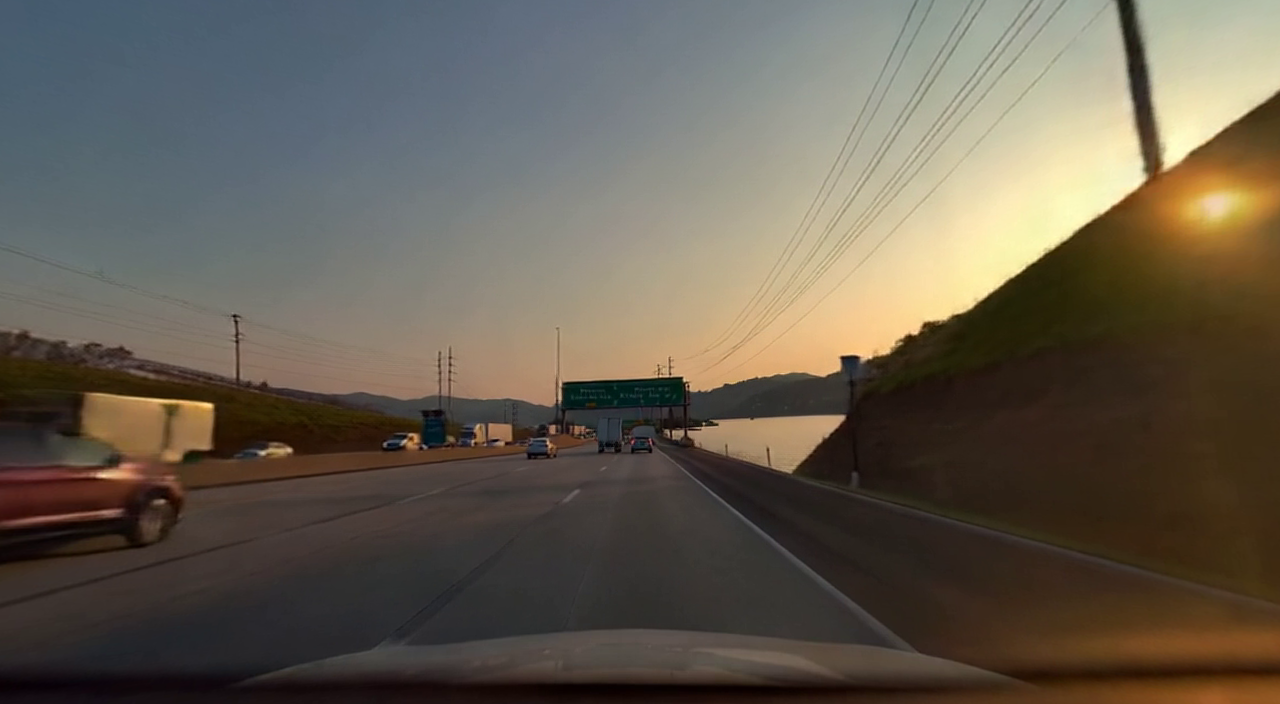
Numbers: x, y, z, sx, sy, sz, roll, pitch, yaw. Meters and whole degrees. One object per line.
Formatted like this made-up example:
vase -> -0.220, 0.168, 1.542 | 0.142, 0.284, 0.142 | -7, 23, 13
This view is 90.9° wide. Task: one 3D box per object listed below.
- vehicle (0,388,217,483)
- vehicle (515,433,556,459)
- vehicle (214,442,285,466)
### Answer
vehicle -> -21.252, 3.434, 25.703 | 2.768, 3.286, 7.386 | 0, -8, 1
vehicle -> -7.601, 6.885, 46.298 | 2.192, 1.762, 4.559 | 0, -8, 1
vehicle -> -25.817, 6.745, 41.889 | 1.863, 1.488, 4.434 | 0, -8, 0
